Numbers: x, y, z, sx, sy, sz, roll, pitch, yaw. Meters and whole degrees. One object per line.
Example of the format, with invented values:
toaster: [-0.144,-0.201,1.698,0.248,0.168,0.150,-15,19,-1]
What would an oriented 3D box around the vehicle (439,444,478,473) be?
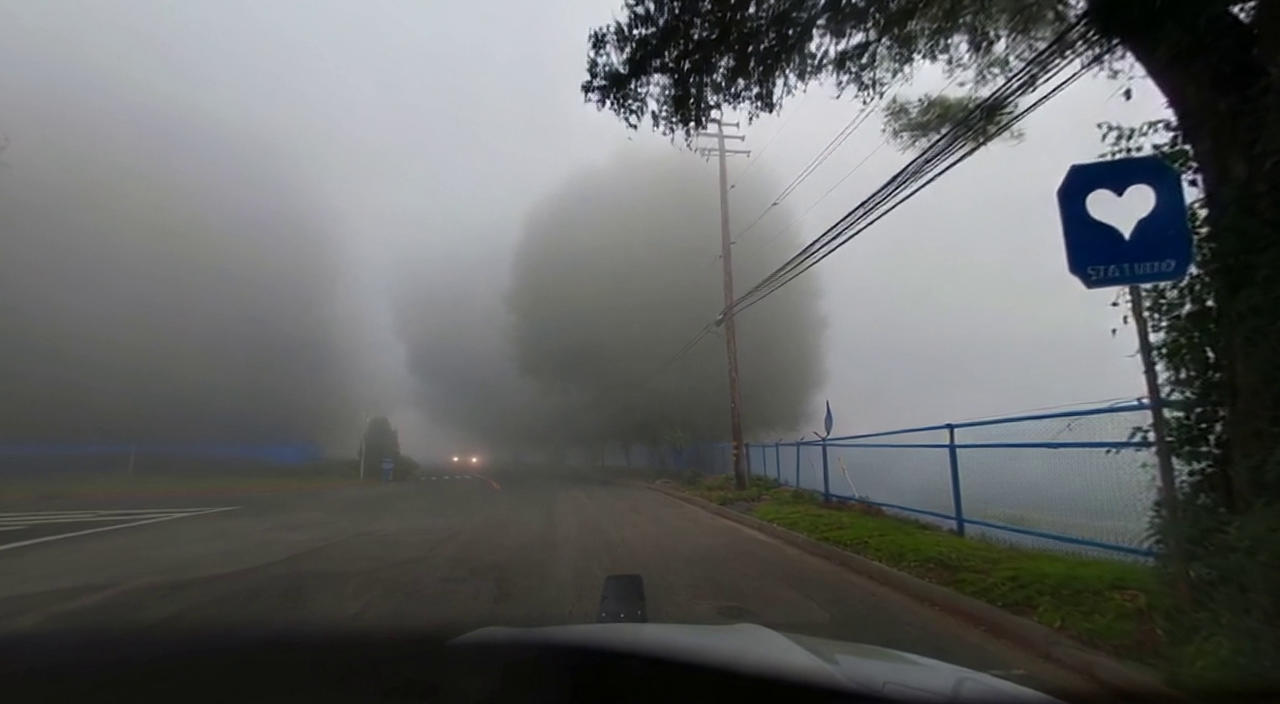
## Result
vehicle: [-12.671,7.370,43.910,2.185,1.901,4.177,3,-9,-21]
